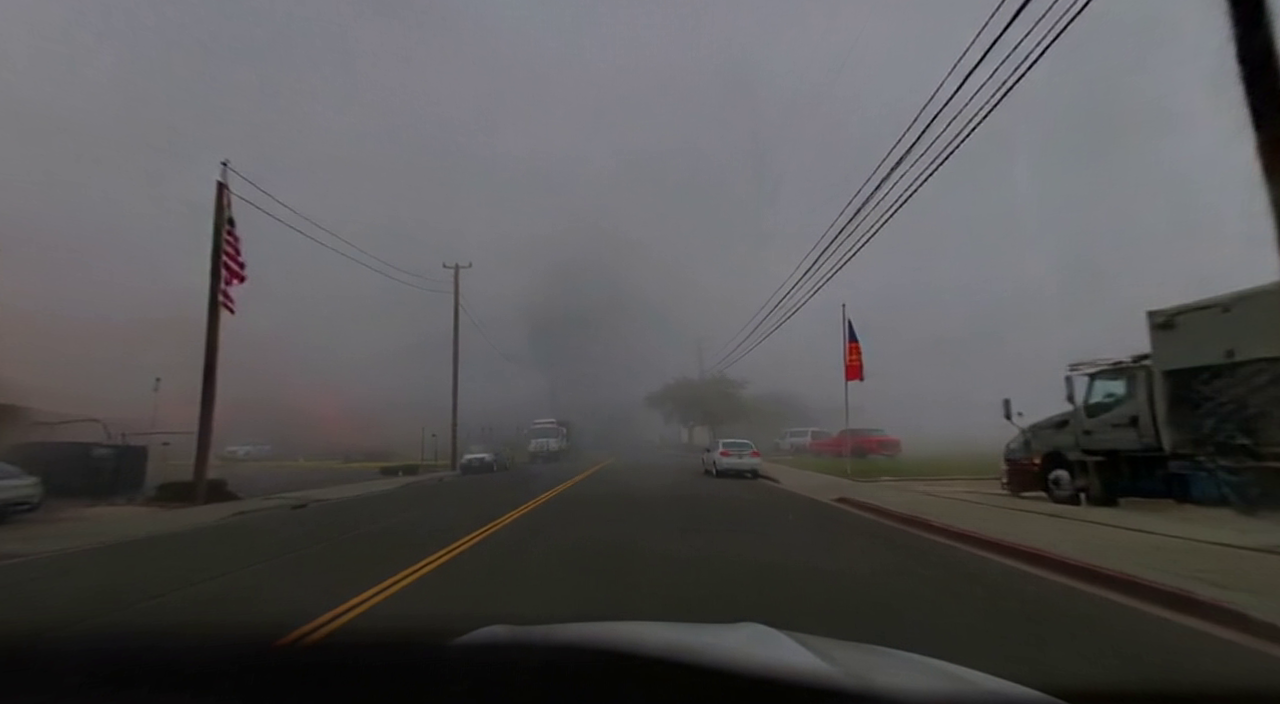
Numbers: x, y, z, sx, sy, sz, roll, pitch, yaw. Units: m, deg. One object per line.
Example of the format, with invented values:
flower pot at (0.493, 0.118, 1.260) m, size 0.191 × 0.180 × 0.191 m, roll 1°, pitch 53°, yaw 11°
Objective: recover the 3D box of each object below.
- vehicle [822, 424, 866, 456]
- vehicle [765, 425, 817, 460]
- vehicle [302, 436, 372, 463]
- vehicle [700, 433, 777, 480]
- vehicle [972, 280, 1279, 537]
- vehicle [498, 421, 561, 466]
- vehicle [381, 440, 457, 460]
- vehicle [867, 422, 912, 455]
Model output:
vehicle at (12.690, 5.479, 39.157) m, size 2.159 × 1.840 × 4.404 m, roll -4°, pitch -9°, yaw 23°
vehicle at (9.374, 5.550, 38.805) m, size 2.325 × 1.877 × 5.987 m, roll -6°, pitch -9°, yaw 19°
vehicle at (-20.412, 6.592, 42.908) m, size 2.152 × 1.746 × 5.461 m, roll 0°, pitch -8°, yaw -1°
vehicle at (3.639, 3.967, 24.238) m, size 2.111 × 1.611 × 4.576 m, roll 0°, pitch -8°, yaw -1°
vehicle at (8.873, 1.000, 9.692) m, size 2.958 × 2.947 × 8.284 m, roll 0°, pitch -8°, yaw -1°
vehicle at (-7.559, 6.383, 44.137) m, size 2.845 × 2.738 × 7.208 m, roll -3°, pitch -8°, yaw 1°
vehicle at (-16.576, 7.349, 47.533) m, size 4.890 × 1.483 × 2.055 m, roll 0°, pitch -8°, yaw 3°
vehicle at (15.286, 5.351, 38.803) m, size 2.311 × 1.876 × 4.987 m, roll -3°, pitch -9°, yaw 20°
